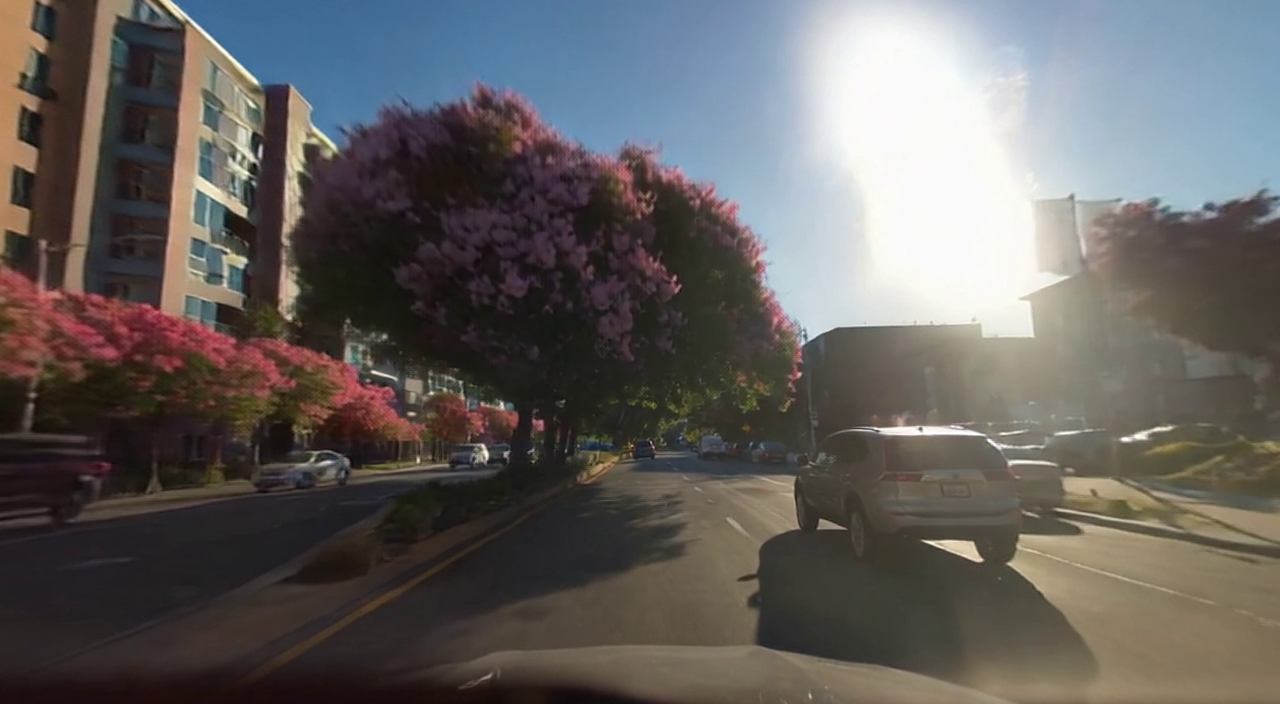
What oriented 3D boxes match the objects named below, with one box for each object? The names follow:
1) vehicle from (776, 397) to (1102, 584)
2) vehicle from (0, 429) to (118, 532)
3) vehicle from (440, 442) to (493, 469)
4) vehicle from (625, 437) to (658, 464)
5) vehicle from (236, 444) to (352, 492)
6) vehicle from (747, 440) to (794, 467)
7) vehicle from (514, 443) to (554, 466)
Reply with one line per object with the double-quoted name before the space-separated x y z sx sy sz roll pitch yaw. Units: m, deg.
"vehicle" 3.318 1.643 8.291 2.071 1.747 4.549 0 -8 1
"vehicle" -11.925 2.175 10.628 2.021 1.730 4.866 0 -8 1
"vehicle" -11.295 6.778 41.358 2.049 1.641 4.573 0 -8 2
"vehicle" 0.161 7.025 45.160 2.244 1.813 4.129 0 -8 1
"vehicle" -11.809 3.953 21.807 1.779 1.495 3.766 0 -8 2
"vehicle" 8.186 6.405 39.839 1.919 1.586 4.692 0 -8 -1
"vehicle" -7.452 7.202 44.638 1.960 1.530 4.313 0 -8 2
